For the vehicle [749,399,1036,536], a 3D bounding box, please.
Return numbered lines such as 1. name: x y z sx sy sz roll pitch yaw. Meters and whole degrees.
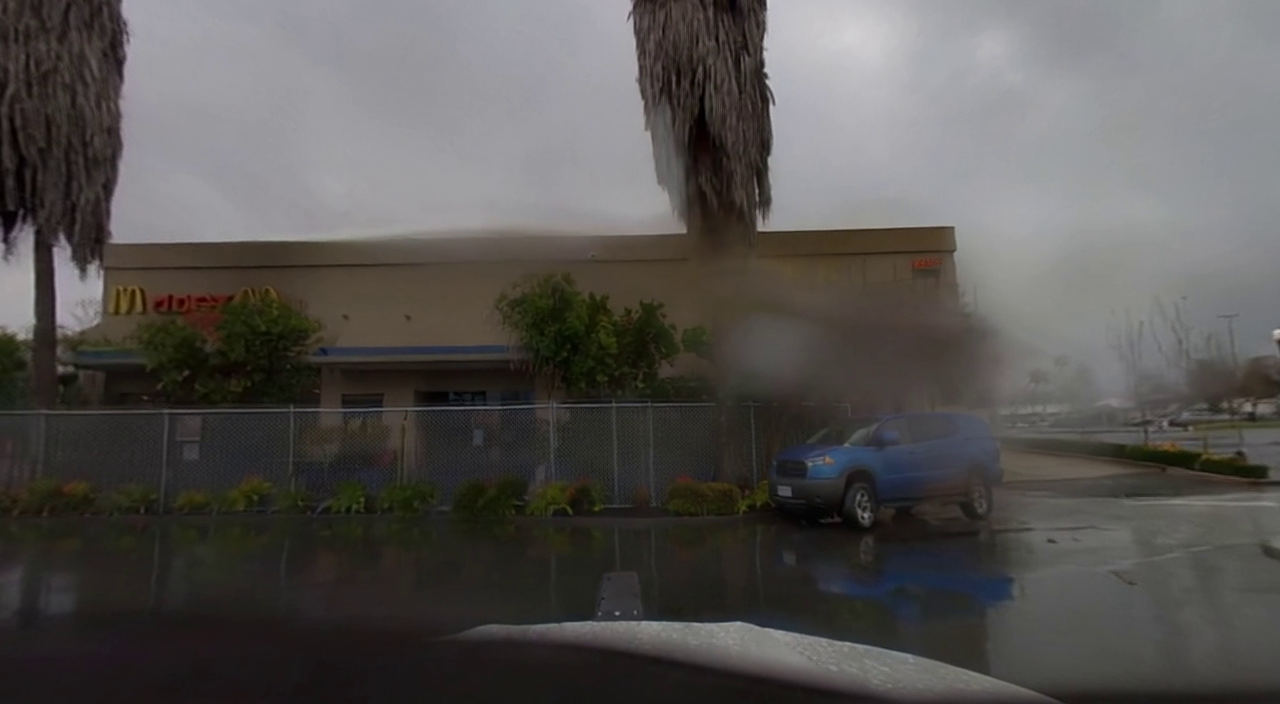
1. vehicle: 4.172 1.746 10.384 4.365 1.791 2.073 4 -7 -30
